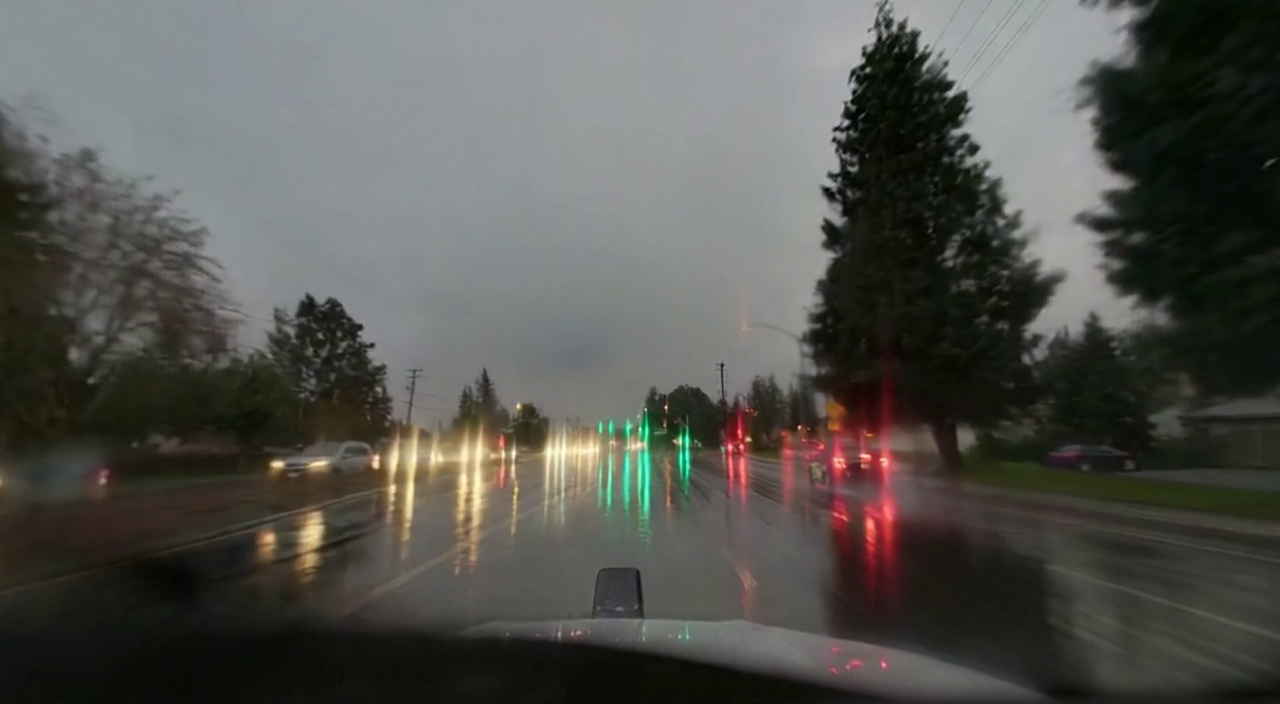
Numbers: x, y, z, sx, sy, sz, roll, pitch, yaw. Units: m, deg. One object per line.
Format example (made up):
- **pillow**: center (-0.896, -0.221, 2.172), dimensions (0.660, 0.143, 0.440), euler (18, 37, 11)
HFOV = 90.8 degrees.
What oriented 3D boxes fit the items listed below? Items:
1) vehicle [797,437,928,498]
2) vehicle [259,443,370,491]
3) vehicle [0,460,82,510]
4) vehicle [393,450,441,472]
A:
- **vehicle**: center (6.320, 3.331, 18.630), dimensions (2.113, 1.520, 4.650), euler (0, -9, -1)
- **vehicle**: center (-12.392, 4.394, 24.458), dimensions (1.992, 1.651, 4.486), euler (0, -9, -1)
- **vehicle**: center (-22.881, 4.738, 22.599), dimensions (1.851, 1.608, 4.452), euler (0, -9, -2)
- **vehicle**: center (-16.251, 7.959, 46.278), dimensions (1.903, 1.477, 4.721), euler (0, -9, -1)
